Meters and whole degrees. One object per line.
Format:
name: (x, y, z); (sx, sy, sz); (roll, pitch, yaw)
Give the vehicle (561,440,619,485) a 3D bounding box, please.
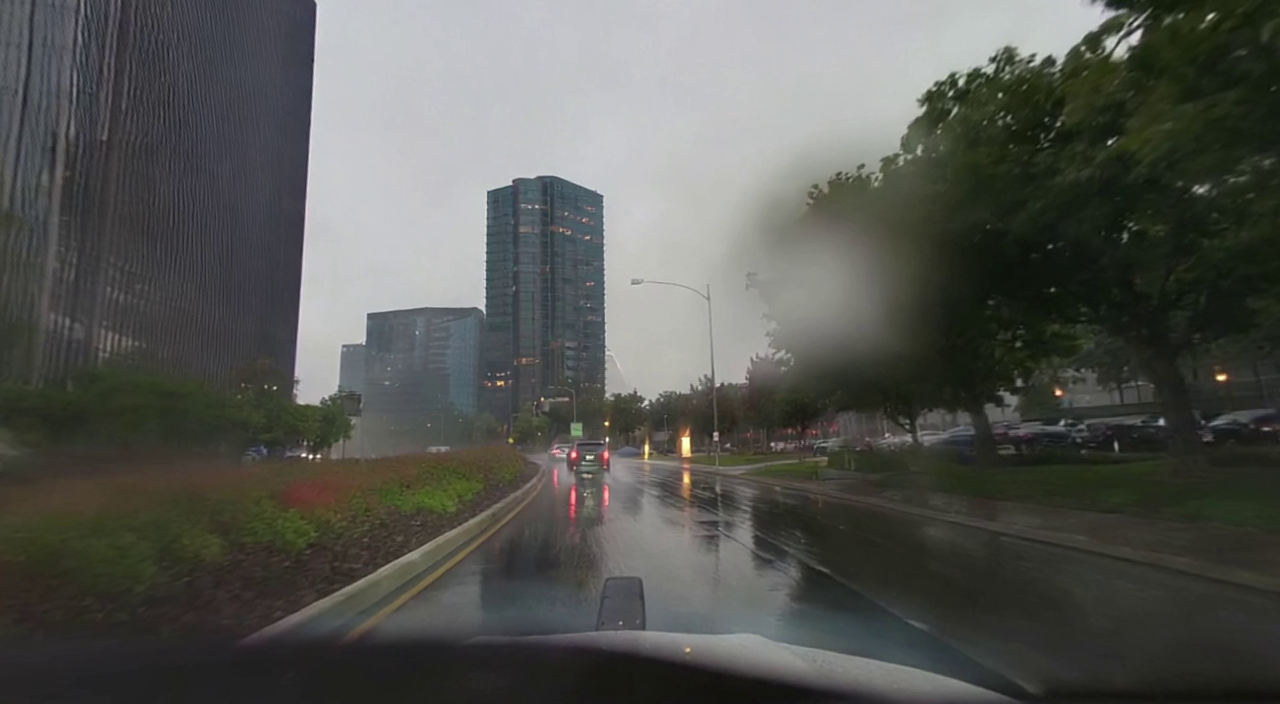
vehicle: (-2.096, 4.514, 25.984); (2.183, 1.675, 4.319); (1, -9, -6)
